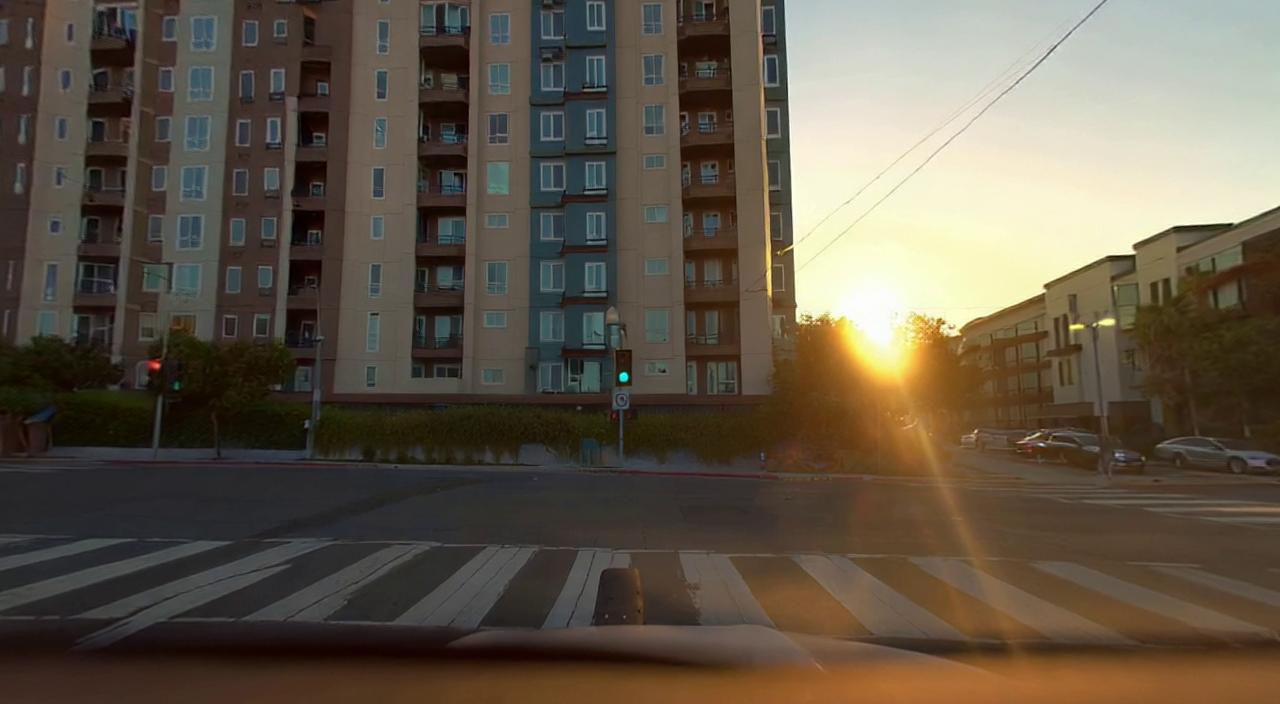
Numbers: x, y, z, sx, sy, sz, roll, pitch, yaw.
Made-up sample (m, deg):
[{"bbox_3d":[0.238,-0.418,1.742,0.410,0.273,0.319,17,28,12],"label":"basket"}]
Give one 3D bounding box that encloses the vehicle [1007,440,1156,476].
[{"bbox_3d":[18.571,4.468,26.689,4.823,1.458,1.914,0,-9,-1],"label":"vehicle"}]
